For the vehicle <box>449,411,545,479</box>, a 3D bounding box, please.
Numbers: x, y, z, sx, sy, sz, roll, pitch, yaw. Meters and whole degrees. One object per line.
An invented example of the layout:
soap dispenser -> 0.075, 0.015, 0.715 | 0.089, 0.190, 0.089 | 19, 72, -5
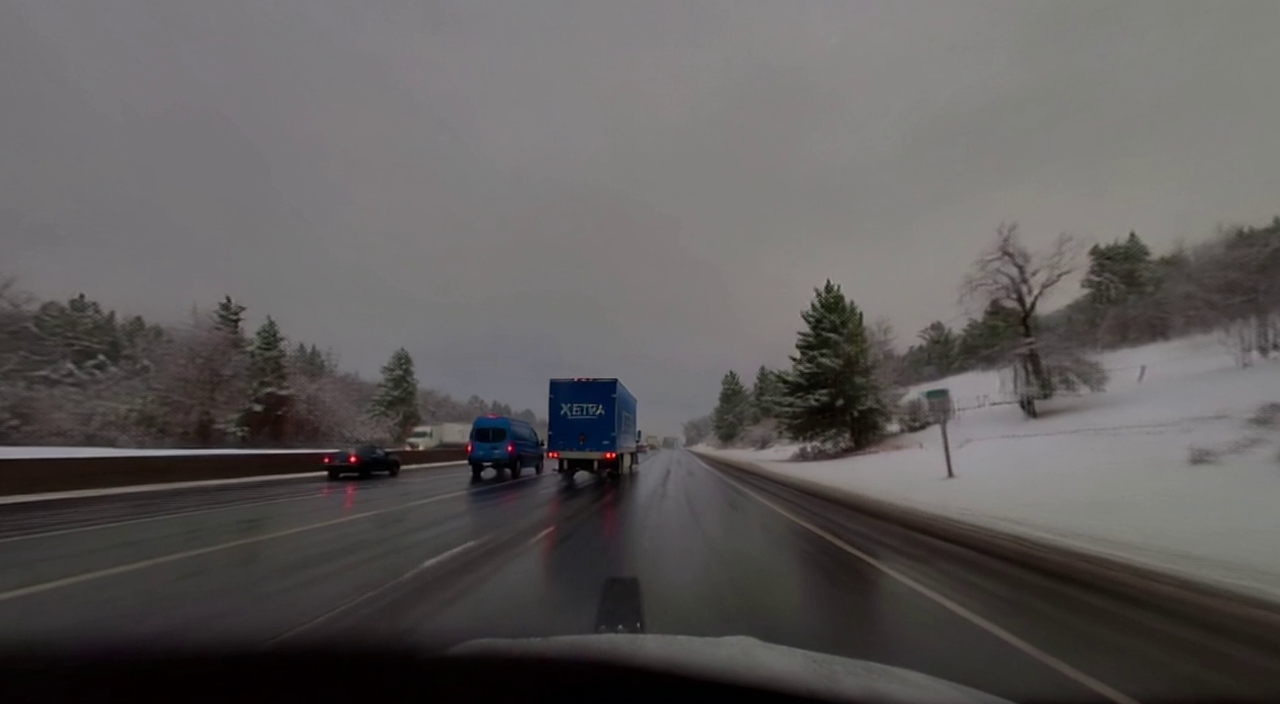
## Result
vehicle -> -6.027, 4.052, 27.534 | 2.469, 2.615, 5.874 | 0, -9, 3

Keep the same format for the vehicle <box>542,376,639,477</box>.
vehicle -> -1.994, 3.722, 30.080 | 3.183, 4.011, 9.617 | 0, -9, 4

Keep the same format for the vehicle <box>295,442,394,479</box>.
vehicle -> -13.052, 4.812, 28.182 | 1.901, 1.487, 4.622 | 0, -9, 4
